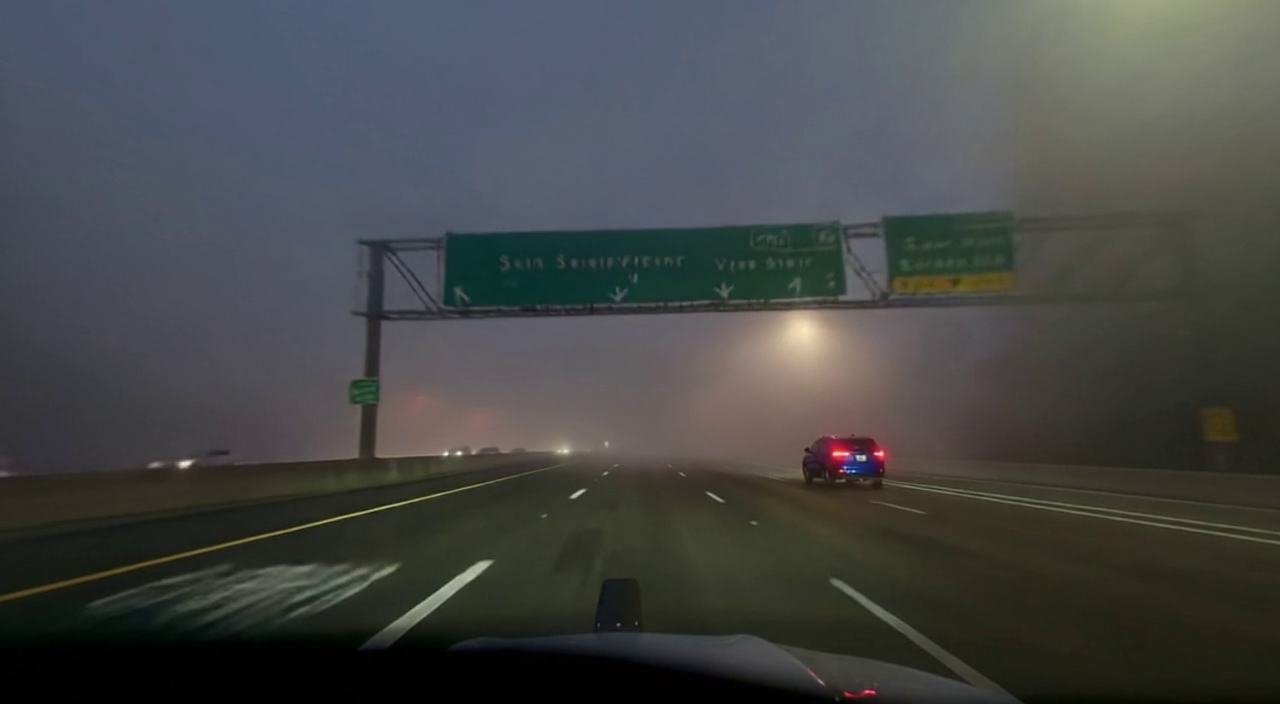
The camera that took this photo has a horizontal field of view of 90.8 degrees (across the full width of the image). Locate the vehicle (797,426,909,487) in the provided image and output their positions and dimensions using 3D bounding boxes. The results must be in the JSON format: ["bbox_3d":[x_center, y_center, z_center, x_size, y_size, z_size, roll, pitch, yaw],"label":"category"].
[{"bbox_3d":[7.334,3.662,22.340,2.222,1.899,4.595,0,-8,-1],"label":"vehicle"}]

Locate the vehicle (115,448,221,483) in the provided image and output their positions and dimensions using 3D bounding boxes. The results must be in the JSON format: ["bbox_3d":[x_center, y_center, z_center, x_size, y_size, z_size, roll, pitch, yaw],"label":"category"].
[{"bbox_3d":[-25.568,6.118,34.455,2.073,1.736,4.741,0,-8,0],"label":"vehicle"}]
